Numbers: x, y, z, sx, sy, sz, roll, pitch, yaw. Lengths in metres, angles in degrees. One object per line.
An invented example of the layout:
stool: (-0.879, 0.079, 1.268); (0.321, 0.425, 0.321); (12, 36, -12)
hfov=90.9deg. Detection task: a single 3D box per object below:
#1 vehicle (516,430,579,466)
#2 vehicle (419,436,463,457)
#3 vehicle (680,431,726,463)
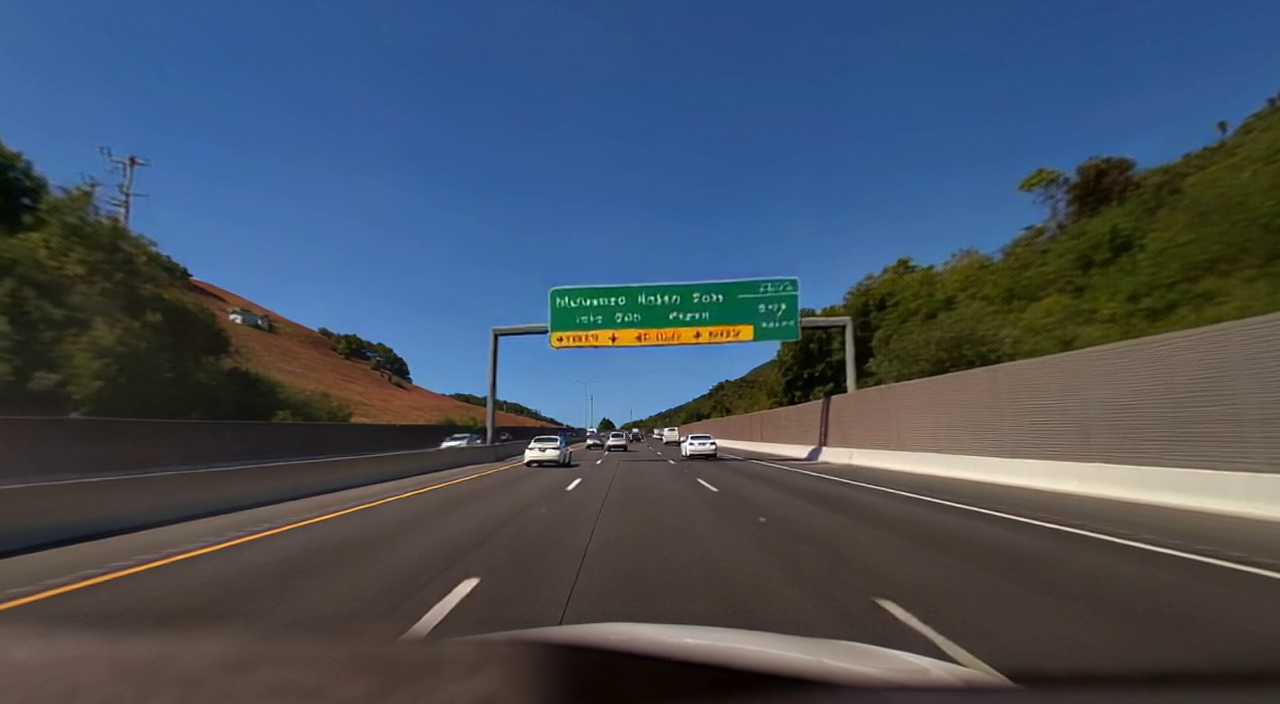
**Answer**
vehicle: (-4.024, 4.250, 28.144); (2.204, 1.486, 4.121); (0, -8, 0)
vehicle: (-14.860, 7.059, 47.278); (2.025, 1.457, 4.147); (0, -8, -2)
vehicle: (3.052, 4.669, 31.174); (1.806, 1.469, 3.681); (0, -8, -2)
